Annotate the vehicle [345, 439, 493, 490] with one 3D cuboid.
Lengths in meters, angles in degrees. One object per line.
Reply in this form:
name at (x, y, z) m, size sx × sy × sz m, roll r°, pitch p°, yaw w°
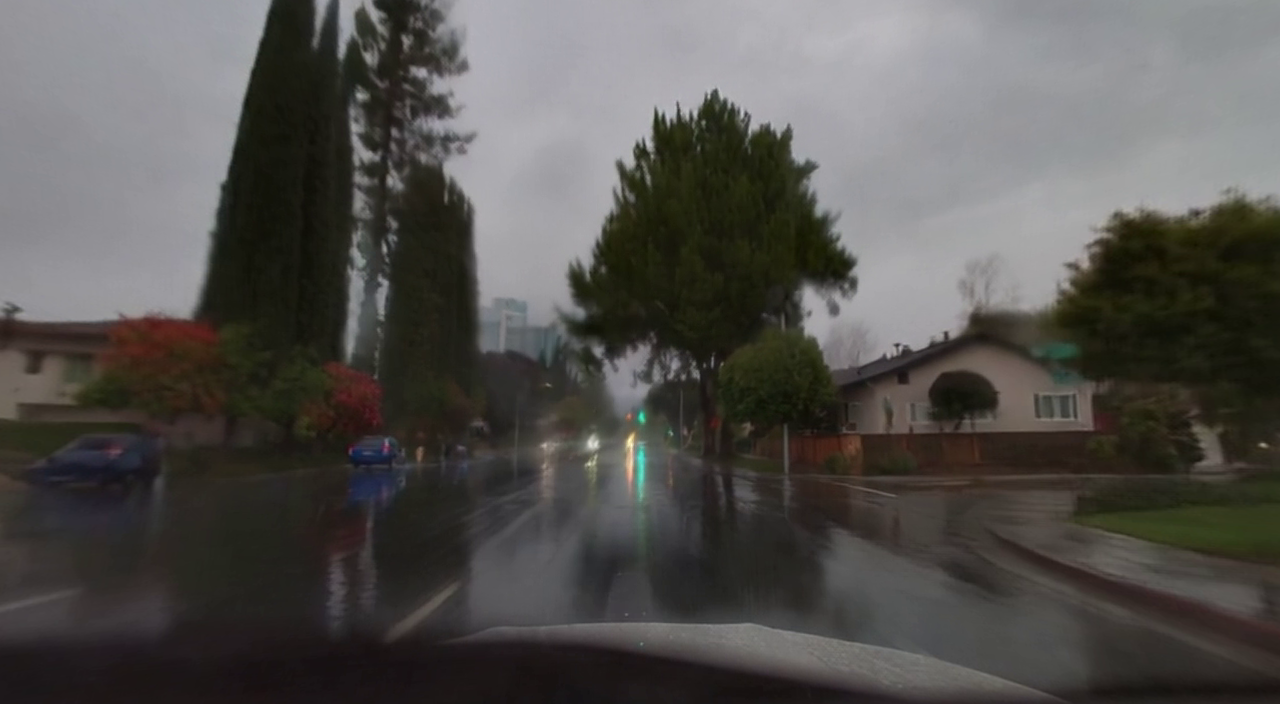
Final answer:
vehicle at (-8.045, 4.104, 23.428) m, size 2.170 × 1.666 × 4.788 m, roll -6°, pitch -10°, yaw 33°
